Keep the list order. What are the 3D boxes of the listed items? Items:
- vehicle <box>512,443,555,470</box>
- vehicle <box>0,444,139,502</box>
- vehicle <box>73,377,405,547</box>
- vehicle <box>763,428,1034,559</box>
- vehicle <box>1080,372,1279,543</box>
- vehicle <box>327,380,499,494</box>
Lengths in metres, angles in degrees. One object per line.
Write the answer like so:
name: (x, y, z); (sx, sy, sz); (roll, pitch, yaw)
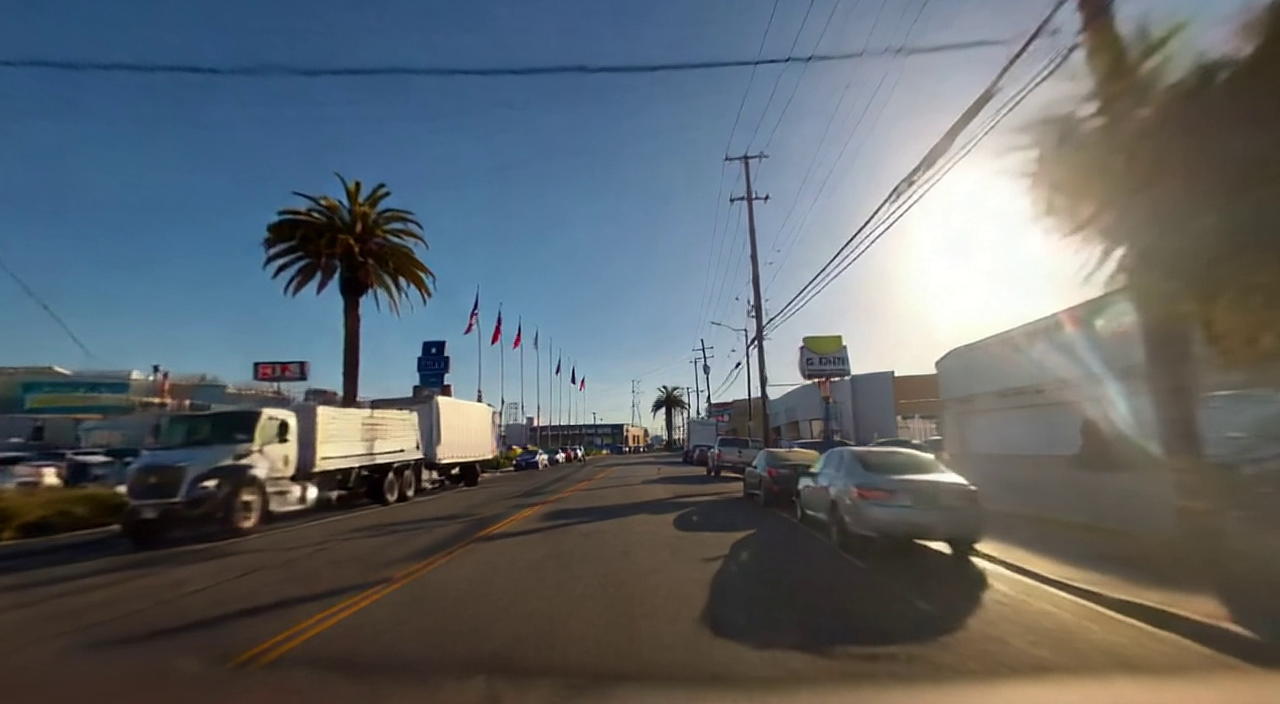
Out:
vehicle: (-7.057, 6.965, 42.369); (1.936, 1.632, 4.145); (-3, -8, 3)
vehicle: (-17.131, 3.288, 17.402); (4.890, 1.483, 2.055); (0, -9, 1)
vehicle: (-8.101, 2.370, 14.325); (2.845, 2.738, 7.208); (-3, -8, 0)
vehicle: (3.563, 2.061, 10.043); (2.246, 1.533, 4.971); (0, -9, 1)
vehicle: (9.017, 1.443, 9.307); (2.325, 1.877, 5.987); (-6, -9, 17)
vehicle: (-7.704, 3.127, 22.945); (2.941, 3.418, 7.738); (-1, -9, 3)
